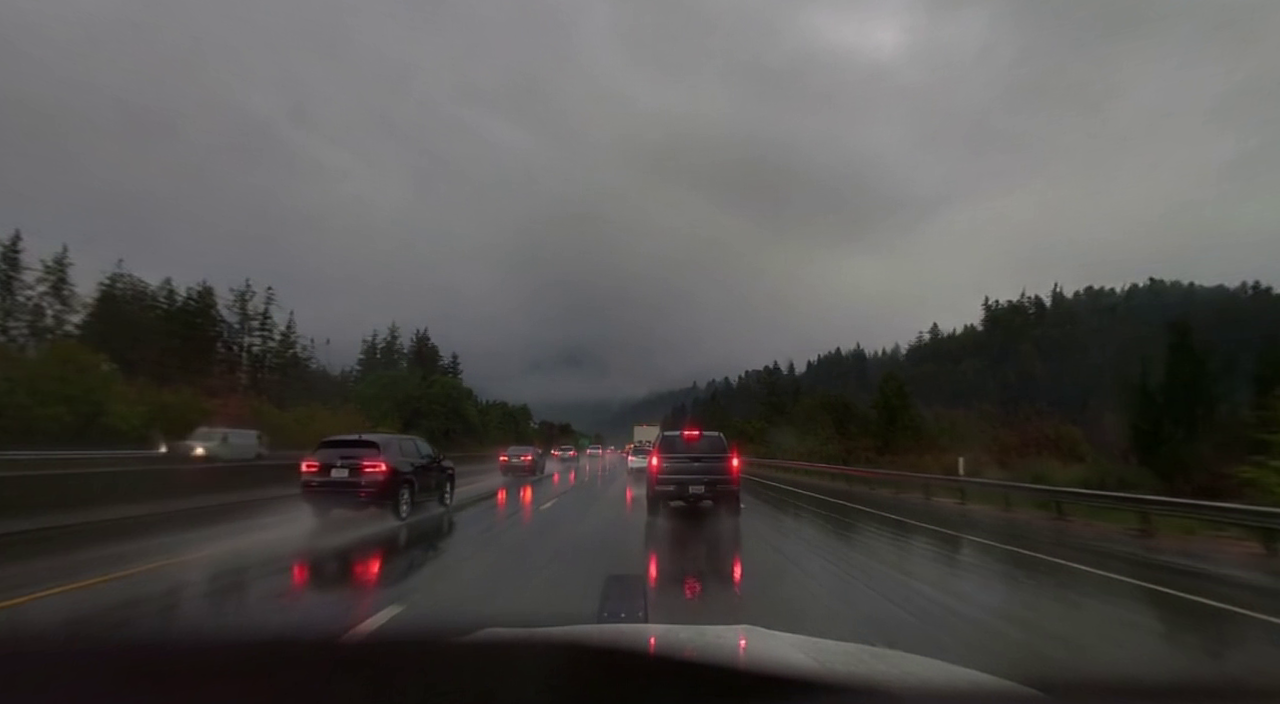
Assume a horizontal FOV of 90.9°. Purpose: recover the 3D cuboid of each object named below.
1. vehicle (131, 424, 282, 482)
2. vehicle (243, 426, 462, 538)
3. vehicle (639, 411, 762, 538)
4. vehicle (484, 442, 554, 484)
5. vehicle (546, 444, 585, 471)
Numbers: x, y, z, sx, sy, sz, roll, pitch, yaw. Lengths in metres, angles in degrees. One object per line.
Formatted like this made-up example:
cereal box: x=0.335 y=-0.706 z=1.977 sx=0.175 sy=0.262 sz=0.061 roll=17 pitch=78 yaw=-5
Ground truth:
vehicle: x=-16.041 y=3.770 z=23.761 sx=2.076 sy=1.922 sz=5.041 roll=0 pitch=-9 yaw=0
vehicle: x=-4.877 y=2.252 z=11.519 sx=1.934 sy=1.642 sz=4.201 roll=0 pitch=-9 yaw=1
vehicle: x=0.923 y=2.174 z=11.679 sx=1.825 sy=1.920 sz=3.960 roll=0 pitch=-9 yaw=-1
vehicle: x=-4.595 y=4.273 z=24.545 sx=1.867 sy=1.489 sz=3.829 roll=0 pitch=-9 yaw=1
vehicle: x=-4.575 y=6.514 z=39.169 sx=1.855 sy=1.527 sz=4.209 roll=0 pitch=-9 yaw=1
